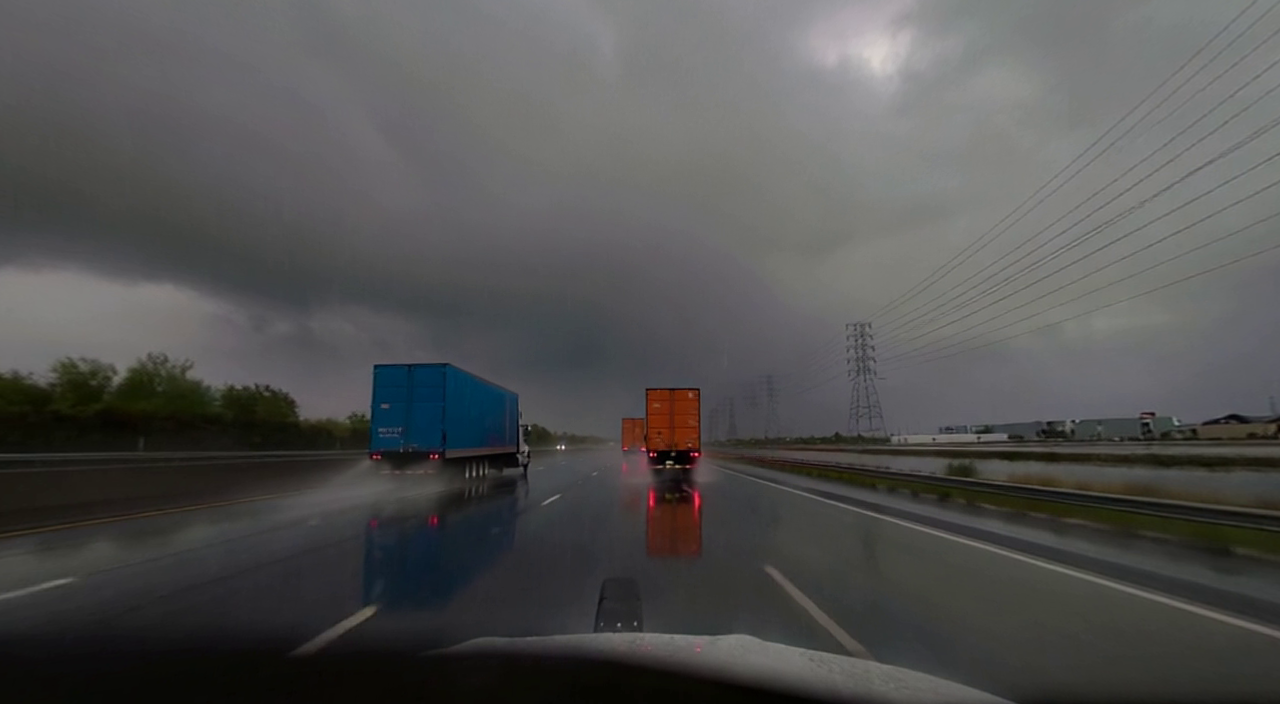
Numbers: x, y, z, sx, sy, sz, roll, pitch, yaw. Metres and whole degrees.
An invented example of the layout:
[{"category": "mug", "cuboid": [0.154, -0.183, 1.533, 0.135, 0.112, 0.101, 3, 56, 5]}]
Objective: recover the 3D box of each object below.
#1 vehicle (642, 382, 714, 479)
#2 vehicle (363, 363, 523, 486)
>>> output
[{"category": "vehicle", "cuboid": [1.589, 3.889, 30.431, 2.858, 3.847, 10.034, 0, -9, 1]}, {"category": "vehicle", "cuboid": [-7.402, 3.146, 26.066, 2.937, 3.981, 11.119, 0, -8, 0]}]
